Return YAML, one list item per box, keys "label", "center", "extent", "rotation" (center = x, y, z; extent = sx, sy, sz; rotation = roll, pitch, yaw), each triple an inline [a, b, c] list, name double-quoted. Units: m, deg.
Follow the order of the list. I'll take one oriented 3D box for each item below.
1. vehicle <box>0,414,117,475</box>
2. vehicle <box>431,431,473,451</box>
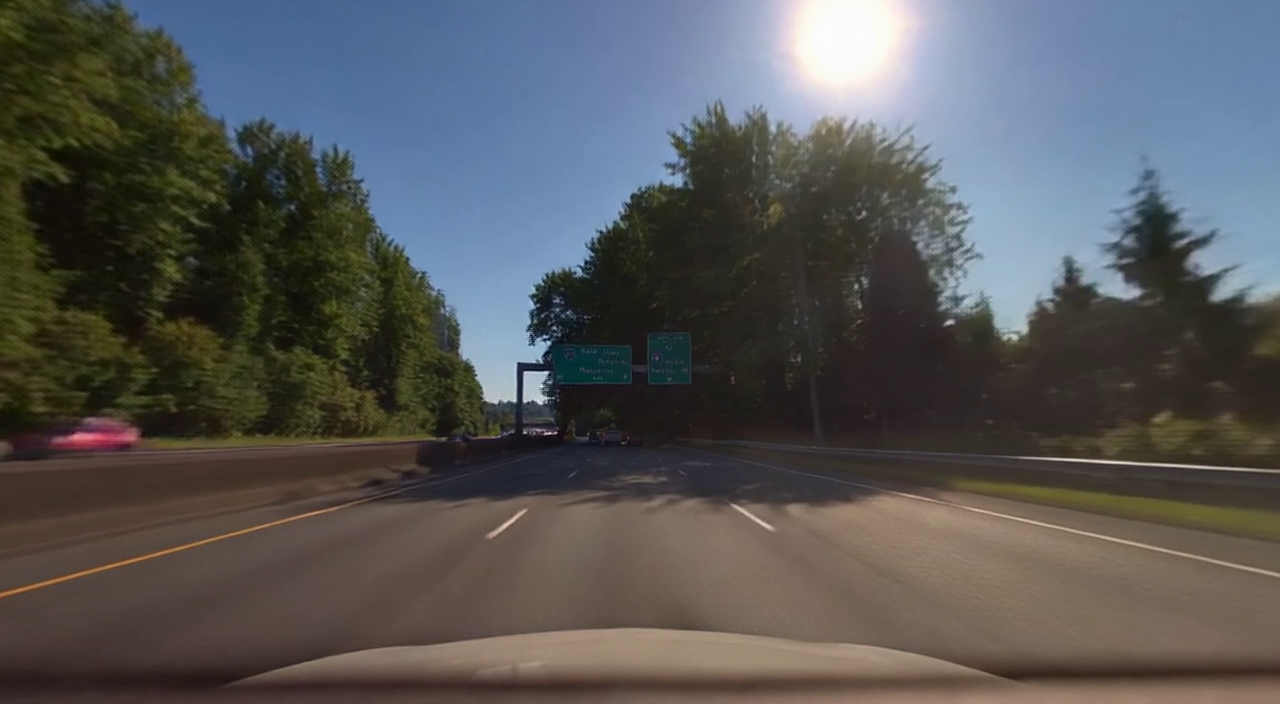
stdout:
- label: "vehicle"
  center: [-17.370, 2.578, 17.607]
  extent: [1.916, 1.544, 4.149]
  rotation: [0, -8, 0]
- label: "vehicle"
  center: [-14.749, 7.006, 49.645]
  extent: [1.916, 1.461, 4.780]
  rotation: [0, -8, -2]
